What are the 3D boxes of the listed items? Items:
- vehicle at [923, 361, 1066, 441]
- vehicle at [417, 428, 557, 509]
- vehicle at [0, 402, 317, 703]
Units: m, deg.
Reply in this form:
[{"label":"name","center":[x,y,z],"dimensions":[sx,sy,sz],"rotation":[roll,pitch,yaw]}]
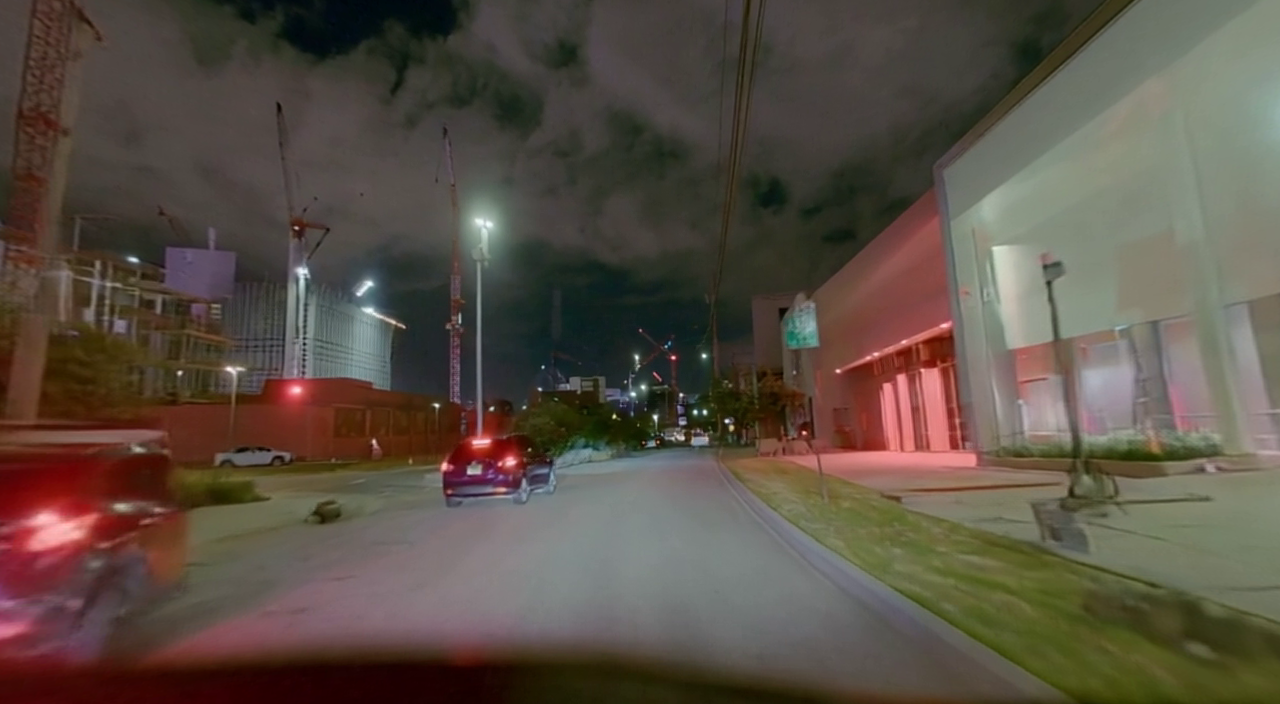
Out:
[{"label":"vehicle","center":[19.280,2.992,35.306],"dimensions":[3.031,3.863,9.734],"rotation":[-1,-8,5]},{"label":"vehicle","center":[-3.469,2.706,15.243],"dimensions":[1.967,1.646,4.192],"rotation":[-1,-8,6]},{"label":"vehicle","center":[-3.902,1.229,4.299],"dimensions":[1.736,1.610,2.874],"rotation":[-1,-8,3]}]
